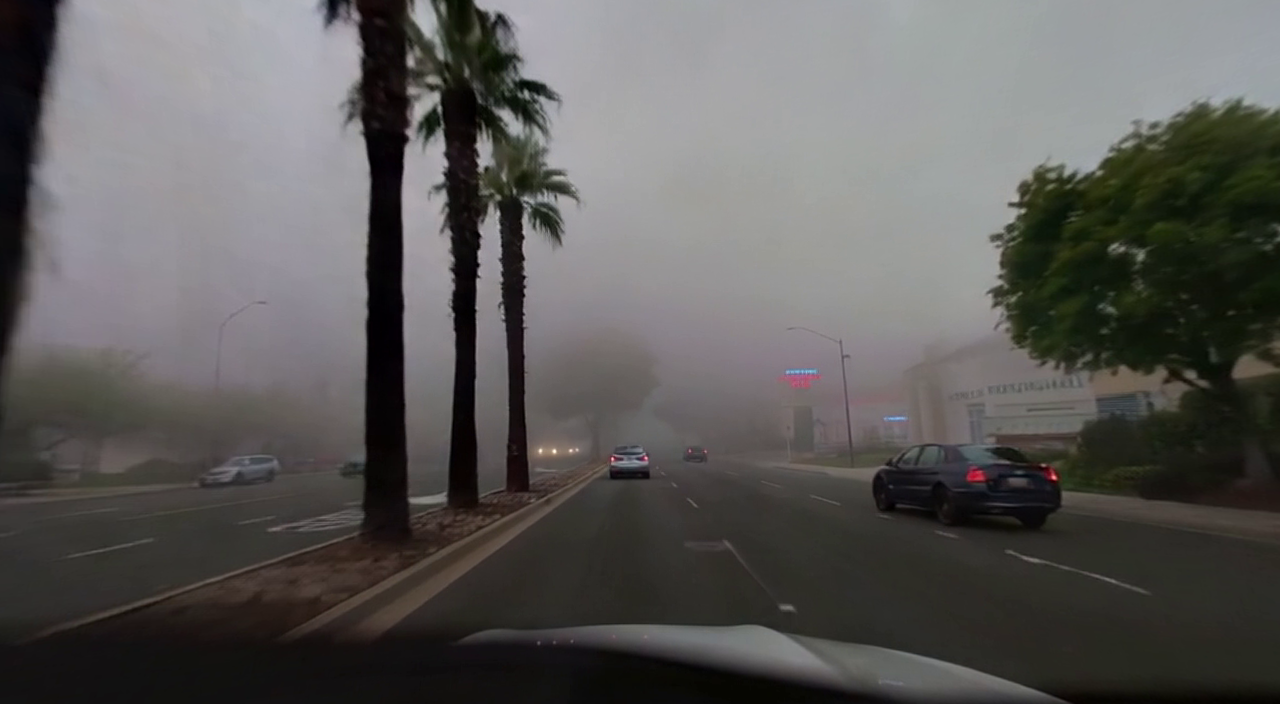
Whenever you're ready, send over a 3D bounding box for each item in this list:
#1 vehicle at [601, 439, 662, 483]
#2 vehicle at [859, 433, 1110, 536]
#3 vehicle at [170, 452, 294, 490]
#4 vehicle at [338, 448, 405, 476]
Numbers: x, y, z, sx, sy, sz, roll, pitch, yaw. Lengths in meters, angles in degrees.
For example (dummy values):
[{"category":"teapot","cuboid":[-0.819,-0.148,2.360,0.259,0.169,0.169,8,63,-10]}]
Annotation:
[{"category":"vehicle","cuboid":[-0.315,4.114,24.058,2.106,1.496,3.964,0,-9,-1]},{"category":"vehicle","cuboid":[6.302,2.461,12.407,2.244,1.618,4.585,0,-9,-1]},{"category":"vehicle","cuboid":[-18.399,5.332,28.767,1.968,1.524,4.390,-3,-9,18]},{"category":"vehicle","cuboid":[-15.101,6.181,35.788,2.015,1.509,4.295,0,-9,-2]}]
